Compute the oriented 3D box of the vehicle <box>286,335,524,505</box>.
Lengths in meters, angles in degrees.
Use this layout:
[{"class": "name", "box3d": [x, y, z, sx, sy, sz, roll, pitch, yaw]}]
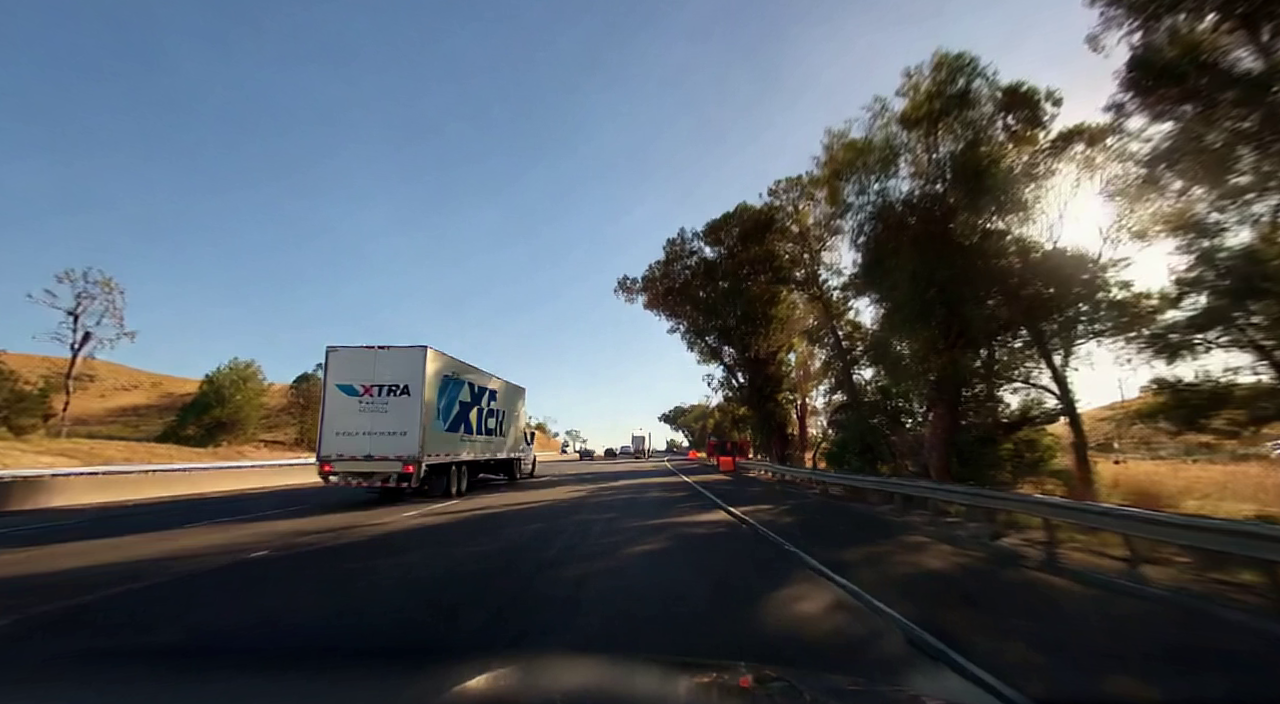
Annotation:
[{"class": "vehicle", "box3d": [-6.479, 2.295, 19.839, 3.183, 4.011, 9.617, 0, -8, 4]}]
